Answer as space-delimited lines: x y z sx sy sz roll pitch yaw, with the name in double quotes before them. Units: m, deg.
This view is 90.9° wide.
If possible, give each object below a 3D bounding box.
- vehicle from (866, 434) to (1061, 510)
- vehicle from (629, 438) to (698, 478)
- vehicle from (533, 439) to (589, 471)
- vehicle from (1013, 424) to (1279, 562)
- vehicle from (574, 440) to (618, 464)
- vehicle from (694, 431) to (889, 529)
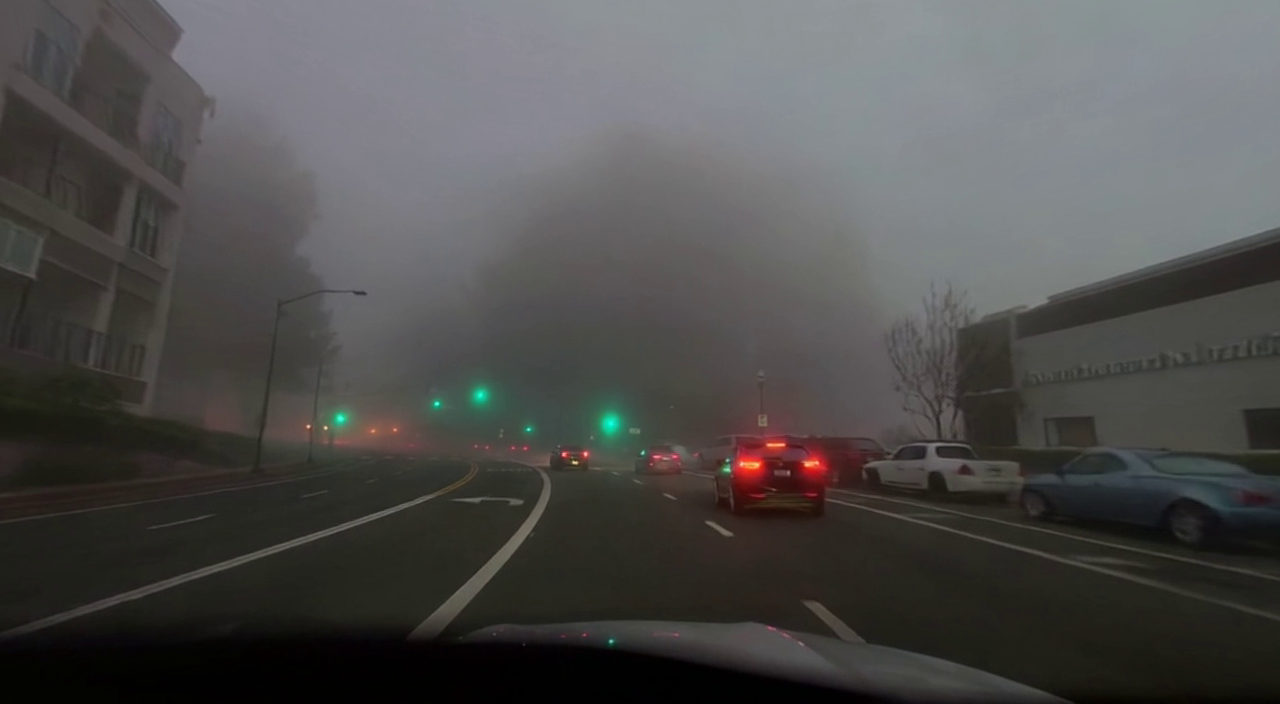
"vehicle" 7.167 2.680 14.605 1.820 1.450 4.408 1 -9 -6
"vehicle" 0.866 4.365 26.202 1.984 1.476 4.488 1 -9 -10
"vehicle" -4.253 5.411 33.286 2.308 1.535 4.811 2 -9 -14
"vehicle" 7.676 1.805 8.741 1.882 1.469 4.766 1 -8 -3
"vehicle" -2.976 6.620 41.737 1.957 1.463 4.701 2 -9 -16
"vehicle" 2.521 2.280 11.893 2.280 1.472 4.426 1 -8 -4
